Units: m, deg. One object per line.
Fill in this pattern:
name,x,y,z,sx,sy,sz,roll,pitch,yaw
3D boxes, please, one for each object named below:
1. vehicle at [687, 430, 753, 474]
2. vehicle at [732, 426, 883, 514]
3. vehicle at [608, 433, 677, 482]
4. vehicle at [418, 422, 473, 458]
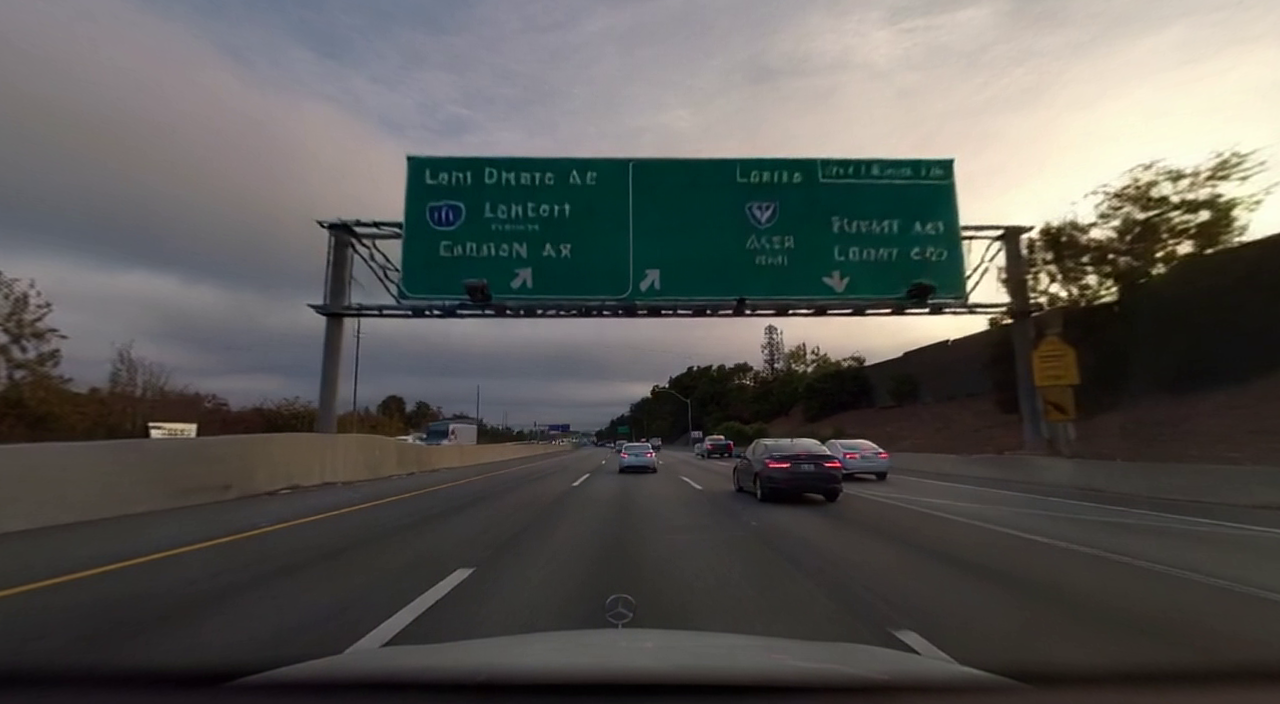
vehicle,3.223,4.146,26.343,1.997,1.663,4.169,0,-8,-3
vehicle,3.250,2.373,13.190,1.856,1.517,4.198,0,-9,-2
vehicle,0.014,3.509,21.230,2.098,1.475,3.997,0,-8,-2
vehicle,-14.566,6.659,47.626,2.378,2.458,5.830,0,-8,-1
